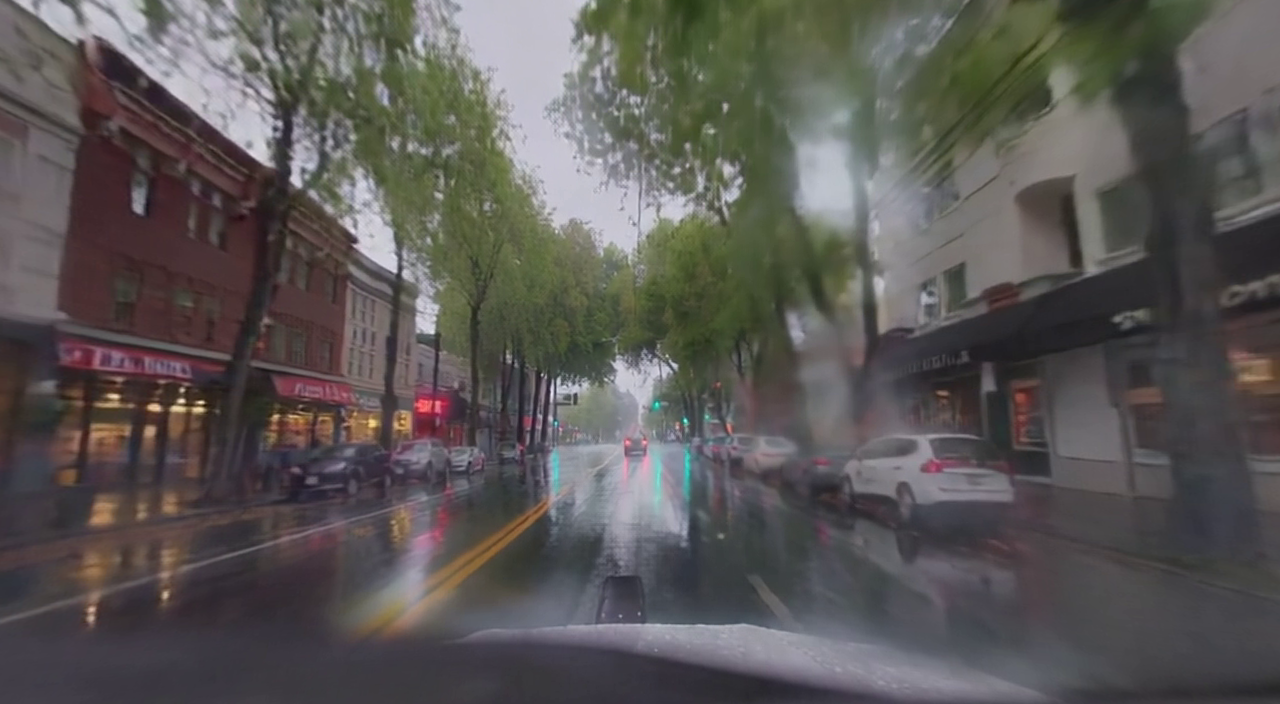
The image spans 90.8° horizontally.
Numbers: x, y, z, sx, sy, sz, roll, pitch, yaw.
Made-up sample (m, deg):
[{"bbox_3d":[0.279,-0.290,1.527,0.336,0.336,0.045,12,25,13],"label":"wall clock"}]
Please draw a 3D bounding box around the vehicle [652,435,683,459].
[{"bbox_3d":[1.951,6.831,45.475,1.998,1.580,4.015,0,-8,-1],"label":"vehicle"}]

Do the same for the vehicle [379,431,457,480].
[{"bbox_3d":[-10.053,4.712,29.000,2.020,2.013,4.758,0,-8,-3],"label":"vehicle"}]

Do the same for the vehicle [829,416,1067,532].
[{"bbox_3d":[5.573,2.271,12.441,2.042,1.787,5.110,0,-8,-1],"label":"vehicle"}]

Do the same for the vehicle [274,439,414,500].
[{"bbox_3d":[-9.954,3.959,21.907,2.081,1.819,5.607,0,-8,0],"label":"vehicle"}]
